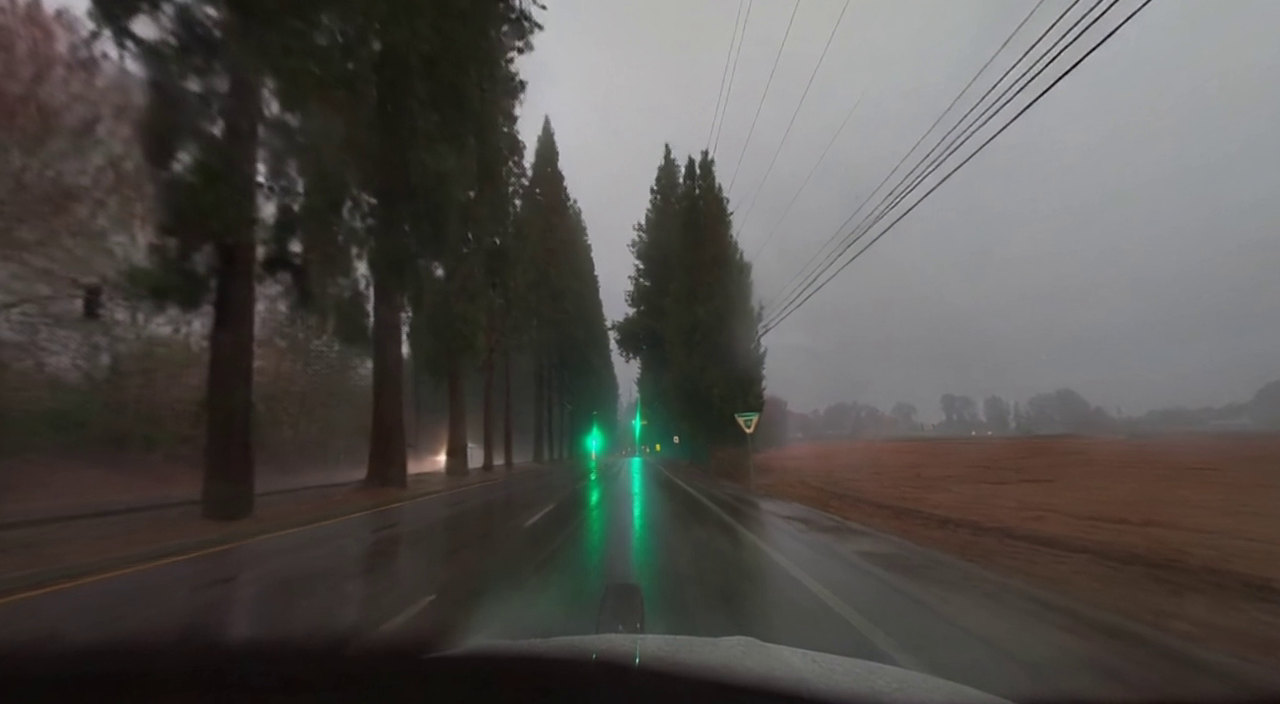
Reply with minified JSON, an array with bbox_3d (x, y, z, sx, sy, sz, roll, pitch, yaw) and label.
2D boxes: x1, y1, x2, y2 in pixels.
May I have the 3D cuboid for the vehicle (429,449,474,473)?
[{"bbox_3d":[-14.480,8.379,48.711,2.037,1.712,4.576,0,-9,0],"label":"vehicle"}]
